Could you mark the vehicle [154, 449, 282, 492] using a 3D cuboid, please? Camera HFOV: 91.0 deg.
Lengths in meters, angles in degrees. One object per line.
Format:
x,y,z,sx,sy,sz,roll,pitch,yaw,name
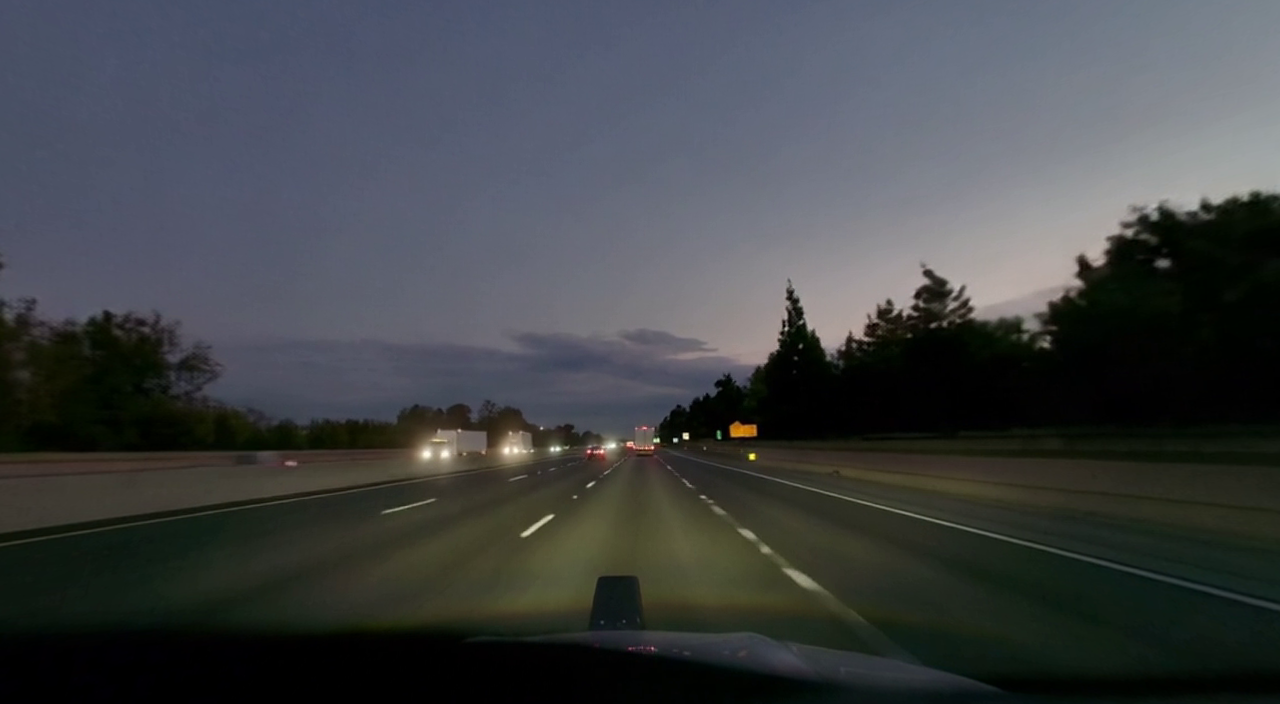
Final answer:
-15.715,4.391,23.766,1.912,1.410,4.181,0,-8,1,vehicle
